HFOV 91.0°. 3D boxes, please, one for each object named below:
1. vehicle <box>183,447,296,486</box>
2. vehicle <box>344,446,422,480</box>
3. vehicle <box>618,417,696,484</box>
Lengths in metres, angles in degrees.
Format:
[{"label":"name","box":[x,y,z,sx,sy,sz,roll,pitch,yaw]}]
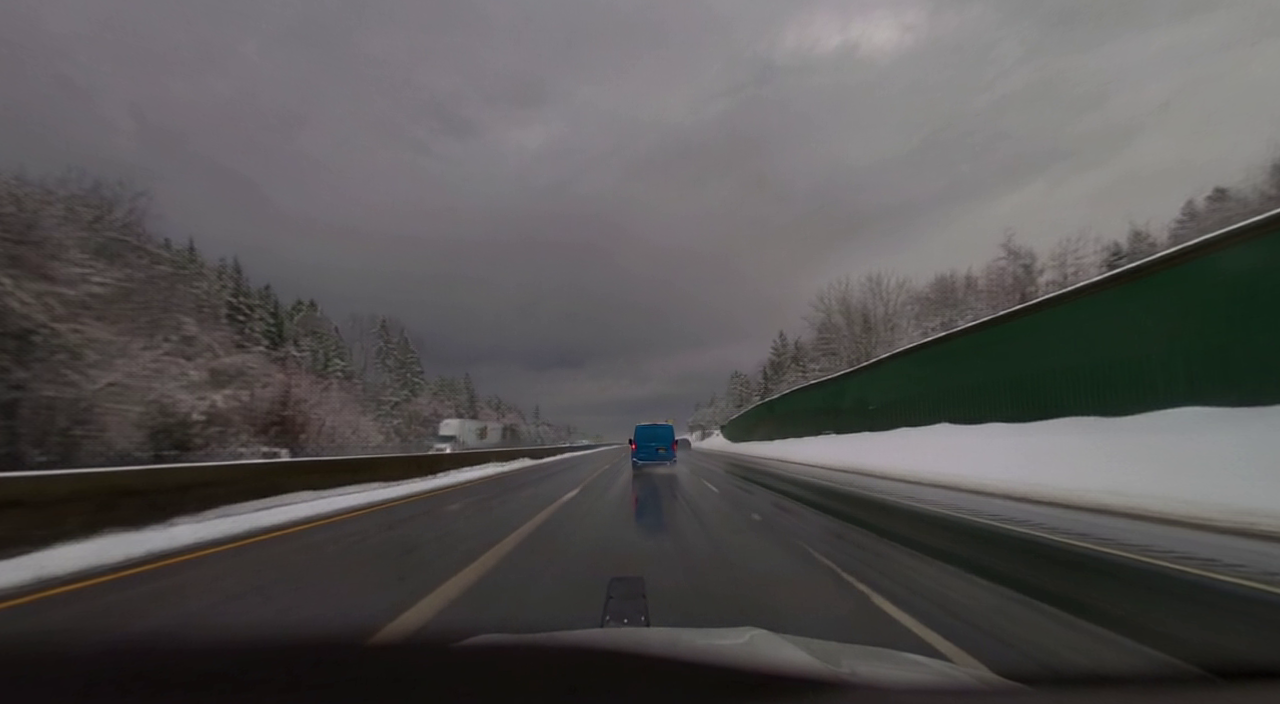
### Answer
[{"label":"vehicle","box":[-16.514,4.701,26.200,1.969,1.485,4.072,0,-8,1]},{"label":"vehicle","box":[-12.274,5.283,30.334,1.855,1.477,4.307,0,-8,1]},{"label":"vehicle","box":[0.517,3.221,20.709,2.283,1.956,4.421,0,-8,0]}]
